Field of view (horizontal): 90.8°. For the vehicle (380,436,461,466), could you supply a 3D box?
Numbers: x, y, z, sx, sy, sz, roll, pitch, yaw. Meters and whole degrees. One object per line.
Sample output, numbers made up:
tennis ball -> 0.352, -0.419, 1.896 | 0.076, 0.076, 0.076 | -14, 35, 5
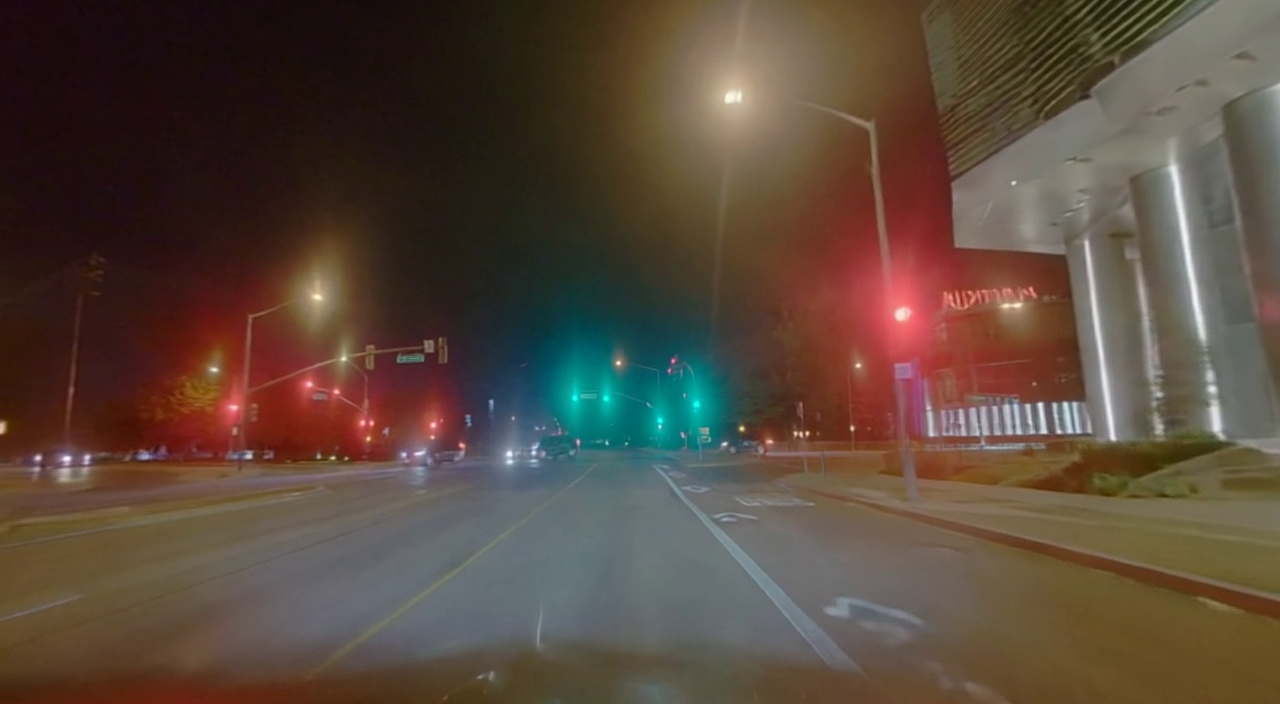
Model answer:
vehicle -> -12.383, 5.620, 35.936 | 2.111, 1.598, 4.359 | -3, -9, 17
